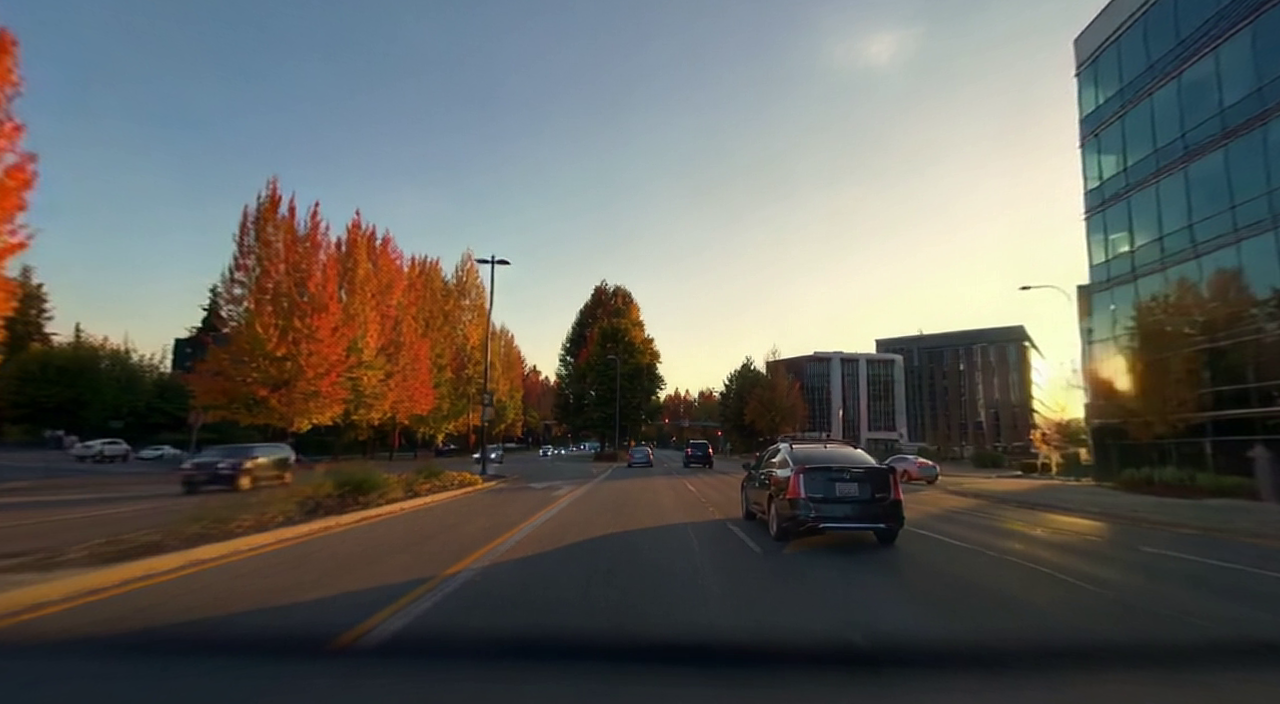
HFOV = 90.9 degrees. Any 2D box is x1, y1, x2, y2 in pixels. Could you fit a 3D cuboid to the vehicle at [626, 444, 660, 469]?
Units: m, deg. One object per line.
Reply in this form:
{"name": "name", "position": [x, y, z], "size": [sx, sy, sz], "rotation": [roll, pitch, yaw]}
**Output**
{"name": "vehicle", "position": [0.156, 6.513, 39.569], "size": [1.991, 1.477, 3.814], "rotation": [0, -8, 0]}

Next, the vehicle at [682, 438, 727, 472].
{"name": "vehicle", "position": [3.826, 6.192, 38.280], "size": [2.154, 1.844, 4.634], "rotation": [2, -8, -1]}

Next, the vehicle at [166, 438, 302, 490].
{"name": "vehicle", "position": [-14.866, 4.094, 23.441], "size": [2.064, 1.697, 4.381], "rotation": [-1, -8, 1]}

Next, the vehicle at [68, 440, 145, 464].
{"name": "vehicle", "position": [-41.504, 7.788, 49.202], "size": [1.920, 1.763, 4.591], "rotation": [0, -8, 0]}

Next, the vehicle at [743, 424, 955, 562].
{"name": "vehicle", "position": [2.863, 1.999, 9.660], "size": [1.901, 1.634, 3.896], "rotation": [1, -8, 0]}

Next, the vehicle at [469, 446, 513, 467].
{"name": "vehicle", "position": [-11.136, 7.812, 47.532], "size": [2.055, 1.479, 4.693], "rotation": [-1, -8, 2]}
